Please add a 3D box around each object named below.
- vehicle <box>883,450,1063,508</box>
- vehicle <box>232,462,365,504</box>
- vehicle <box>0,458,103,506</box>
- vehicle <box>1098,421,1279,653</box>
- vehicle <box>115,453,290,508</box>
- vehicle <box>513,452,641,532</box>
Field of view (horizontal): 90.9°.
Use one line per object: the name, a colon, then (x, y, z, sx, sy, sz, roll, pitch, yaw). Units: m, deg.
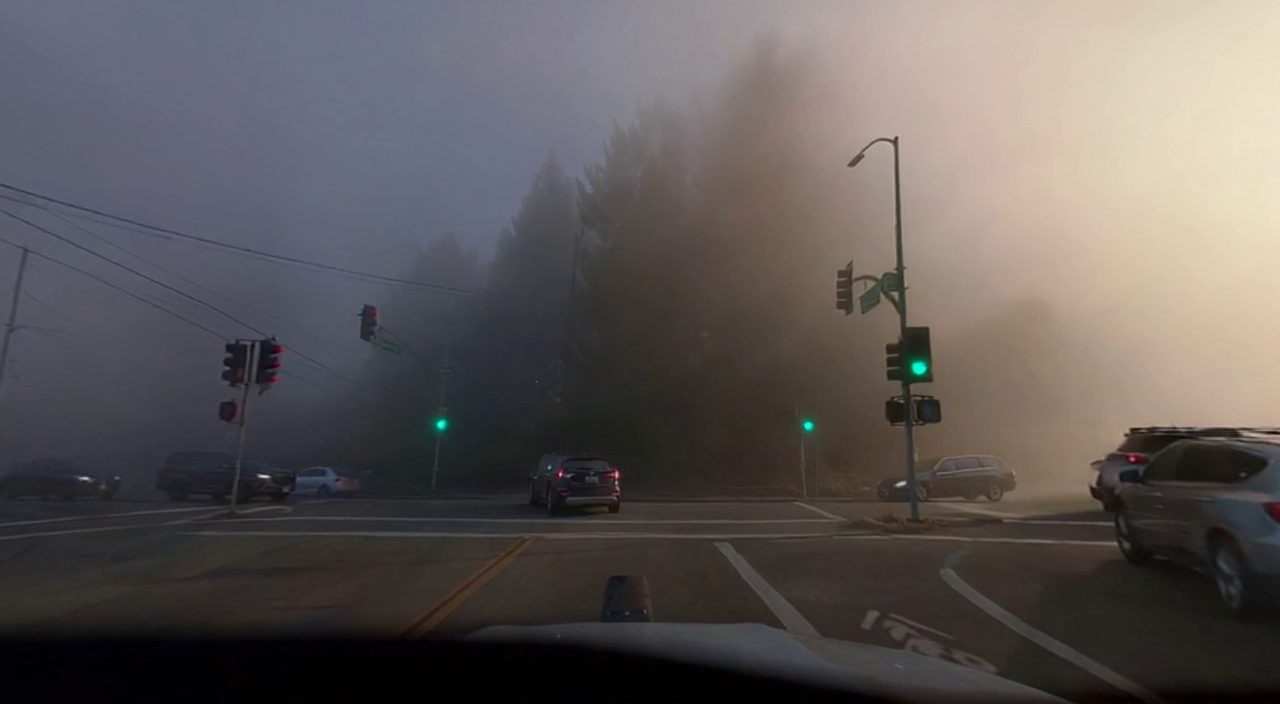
vehicle: (10.629, 4.078, 20.469, 4.600, 1.722, 2.074, -1, -9, 5)
vehicle: (-13.645, 5.210, 25.306, 4.343, 1.492, 2.063, -2, -9, 14)
vehicle: (-21.565, 4.430, 21.704, 4.736, 1.475, 1.921, -1, -9, 9)
vehicle: (6.361, 1.595, 6.034, 1.969, 1.738, 4.515, -3, -9, 21)
vehicle: (-14.303, 4.173, 20.756, 4.485, 1.625, 1.980, -1, -8, 8)
vehicle: (-1.687, 3.188, 15.087, 2.078, 1.506, 4.512, 3, -9, -18)
